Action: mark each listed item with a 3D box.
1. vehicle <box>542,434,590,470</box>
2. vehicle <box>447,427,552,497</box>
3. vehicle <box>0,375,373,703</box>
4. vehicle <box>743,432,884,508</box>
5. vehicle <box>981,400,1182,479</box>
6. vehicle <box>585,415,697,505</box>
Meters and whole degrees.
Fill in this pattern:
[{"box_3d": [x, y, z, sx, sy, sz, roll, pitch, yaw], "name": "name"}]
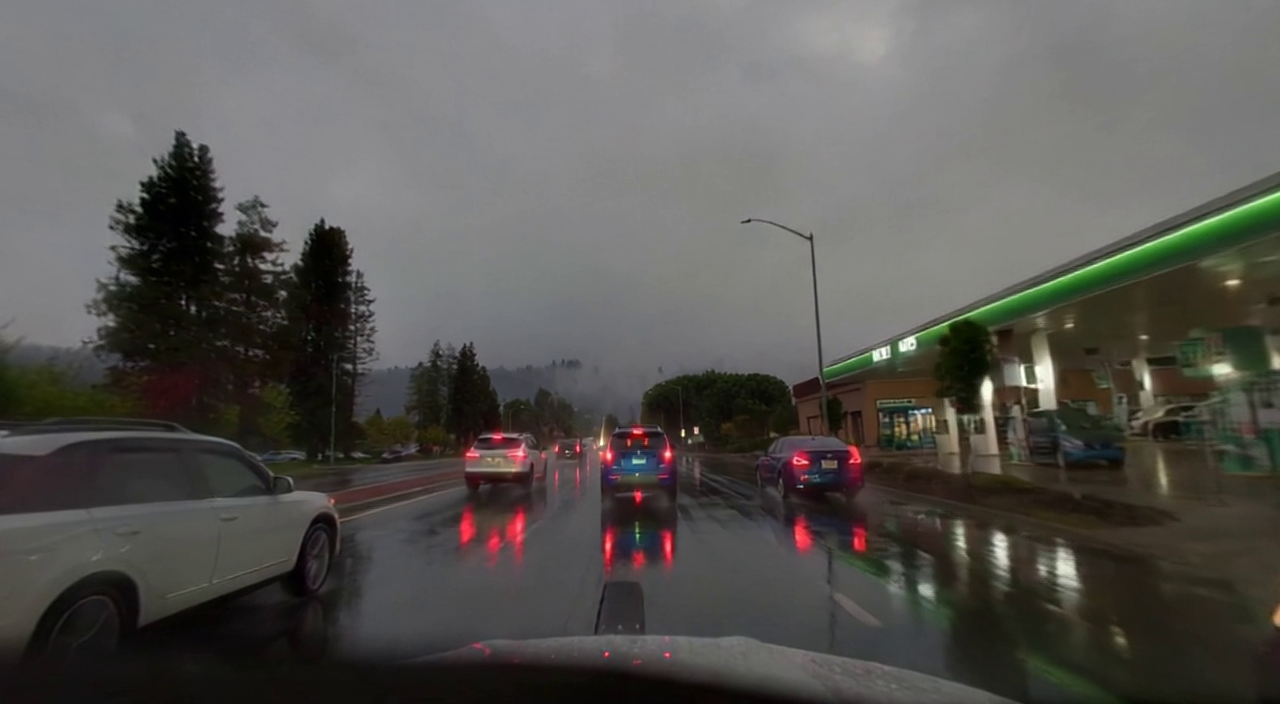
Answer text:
[{"box_3d": [-3.588, 4.939, 31.334, 1.871, 1.673, 3.920, 0, -8, 1], "name": "vehicle"}, {"box_3d": [-3.747, 2.993, 17.603, 1.932, 1.695, 4.150, 0, -8, 1], "name": "vehicle"}, {"box_3d": [-3.606, 1.131, 4.251, 1.864, 1.574, 4.031, 0, -8, -1], "name": "vehicle"}, {"box_3d": [3.781, 2.650, 14.741, 1.888, 1.456, 4.589, 0, -8, -1], "name": "vehicle"}, {"box_3d": [11.938, 2.452, 17.630, 2.102, 1.887, 4.673, 0, -8, -1], "name": "vehicle"}, {"box_3d": [0.008, 2.516, 15.074, 2.279, 1.803, 4.254, 0, -8, 0], "name": "vehicle"}]
